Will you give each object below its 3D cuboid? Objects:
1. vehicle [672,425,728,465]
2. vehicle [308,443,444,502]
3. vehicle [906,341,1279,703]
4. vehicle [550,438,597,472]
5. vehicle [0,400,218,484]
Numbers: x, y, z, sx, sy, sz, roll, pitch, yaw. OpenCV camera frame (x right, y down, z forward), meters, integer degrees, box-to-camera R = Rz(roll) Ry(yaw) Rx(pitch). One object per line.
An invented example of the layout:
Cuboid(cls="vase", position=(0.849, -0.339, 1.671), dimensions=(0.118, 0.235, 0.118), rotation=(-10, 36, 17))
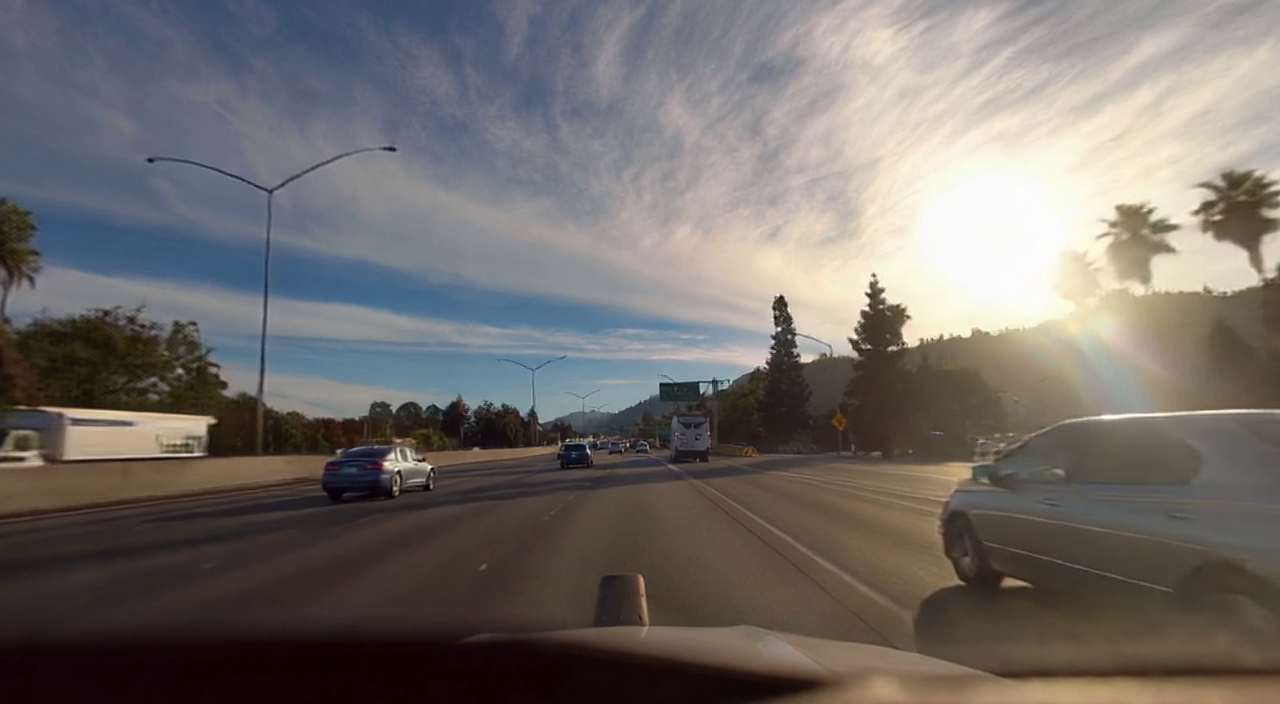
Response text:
Cuboid(cls="vehicle", position=(4.280, 7.229, 48.741), dimensions=(2.891, 2.596, 15.534), rotation=(0, -9, 0))
Cuboid(cls="vehicle", position=(-7.481, 3.429, 18.409), dimensions=(2.050, 1.487, 4.372), rotation=(0, -9, 1))
Cuboid(cls="vehicle", position=(3.760, 1.017, 4.062), dimensions=(2.124, 1.674, 4.494), rotation=(0, -9, 0))
Cuboid(cls="vehicle", position=(-3.467, 5.470, 33.558), dimensions=(2.017, 1.683, 4.094), rotation=(0, -9, 0))
Cuboid(cls="vehicle", position=(-31.969, 5.388, 37.089), dimensions=(2.901, 3.928, 16.262), rotation=(0, -9, 0))
